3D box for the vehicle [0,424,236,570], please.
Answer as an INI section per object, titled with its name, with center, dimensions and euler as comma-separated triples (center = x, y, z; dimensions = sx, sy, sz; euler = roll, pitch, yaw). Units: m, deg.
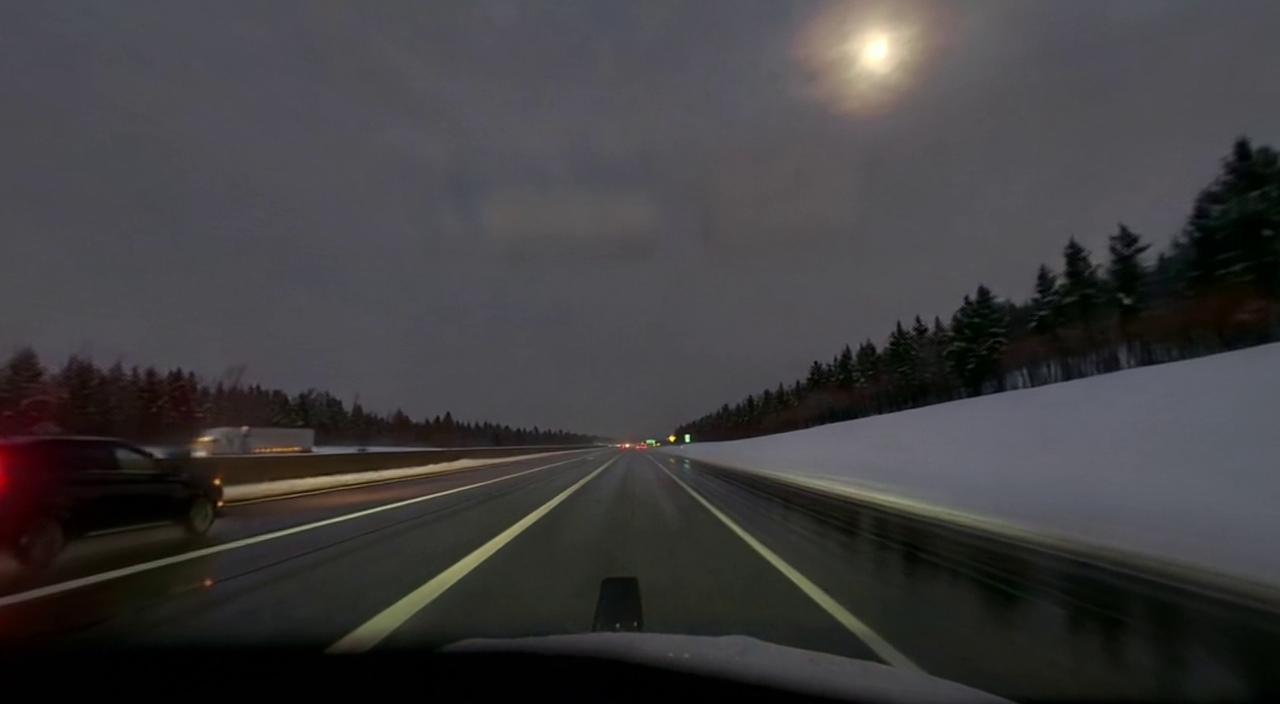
[vehicle]
center = -7.845, 1.753, 8.170
dimensions = 2.005, 1.545, 4.874
euler = 0, -8, 0
